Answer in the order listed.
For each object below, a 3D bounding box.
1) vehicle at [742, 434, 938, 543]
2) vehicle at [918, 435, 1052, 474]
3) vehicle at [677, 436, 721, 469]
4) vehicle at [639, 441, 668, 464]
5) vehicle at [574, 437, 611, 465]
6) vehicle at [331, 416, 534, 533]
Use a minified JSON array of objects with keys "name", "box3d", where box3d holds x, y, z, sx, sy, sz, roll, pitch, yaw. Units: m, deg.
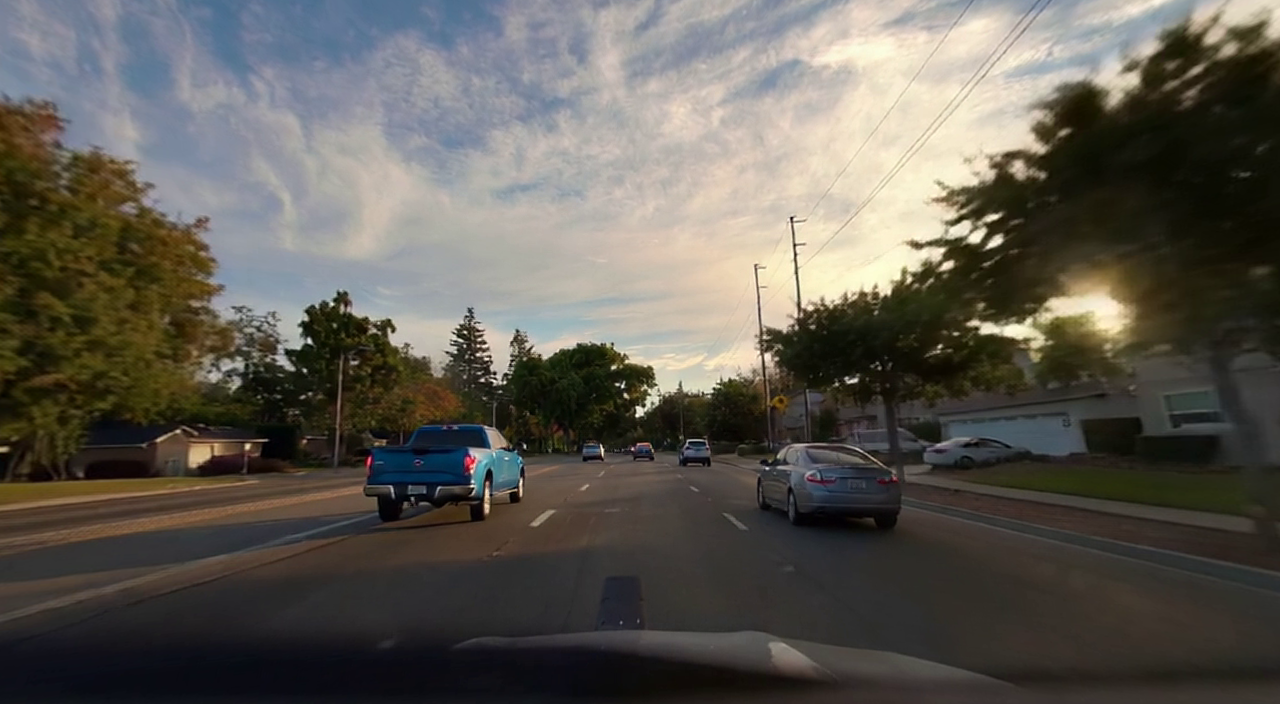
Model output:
[{"name":"vehicle","box3d":[3.065,2.161,10.735,1.884,1.463,4.195,0,-8,-1]},{"name":"vehicle","box3d":[13.796,4.111,25.477,4.300,1.487,1.877,0,-8,3]},{"name":"vehicle","box3d":[3.462,6.005,37.956,2.099,1.845,4.363,0,-8,-2]},{"name":"vehicle","box3d":[1.000,7.560,47.880,1.997,1.636,3.760,0,-8,-2]},{"name":"vehicle","box3d":[-3.290,6.919,44.341,2.218,1.829,4.492,0,-8,0]},{"name":"vehicle","box3d":[-3.579,2.225,12.232,2.111,1.745,5.274,0,-8,0]}]
